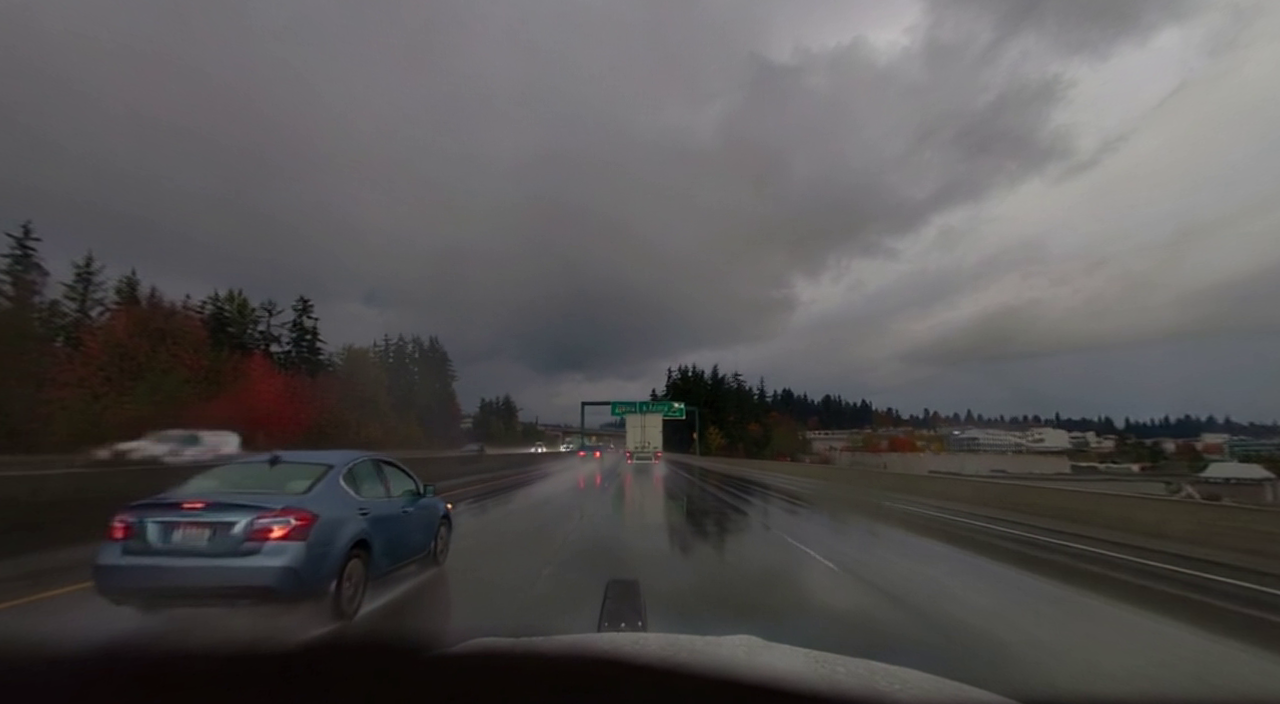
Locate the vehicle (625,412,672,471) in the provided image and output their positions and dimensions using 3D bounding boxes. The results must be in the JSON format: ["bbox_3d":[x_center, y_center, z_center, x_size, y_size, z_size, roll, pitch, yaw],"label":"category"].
[{"bbox_3d":[0.454,6.305,43.999,2.893,3.628,9.081,0,-9,-1],"label":"vehicle"}]

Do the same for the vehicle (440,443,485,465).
[{"bbox_3d":[-12.642,7.286,45.058,2.104,1.492,3.856,0,-9,0],"label":"vehicle"}]

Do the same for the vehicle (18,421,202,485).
[{"bbox_3d":[-16.897,3.266,20.475,2.073,1.817,4.402,0,-9,0],"label":"vehicle"}]
